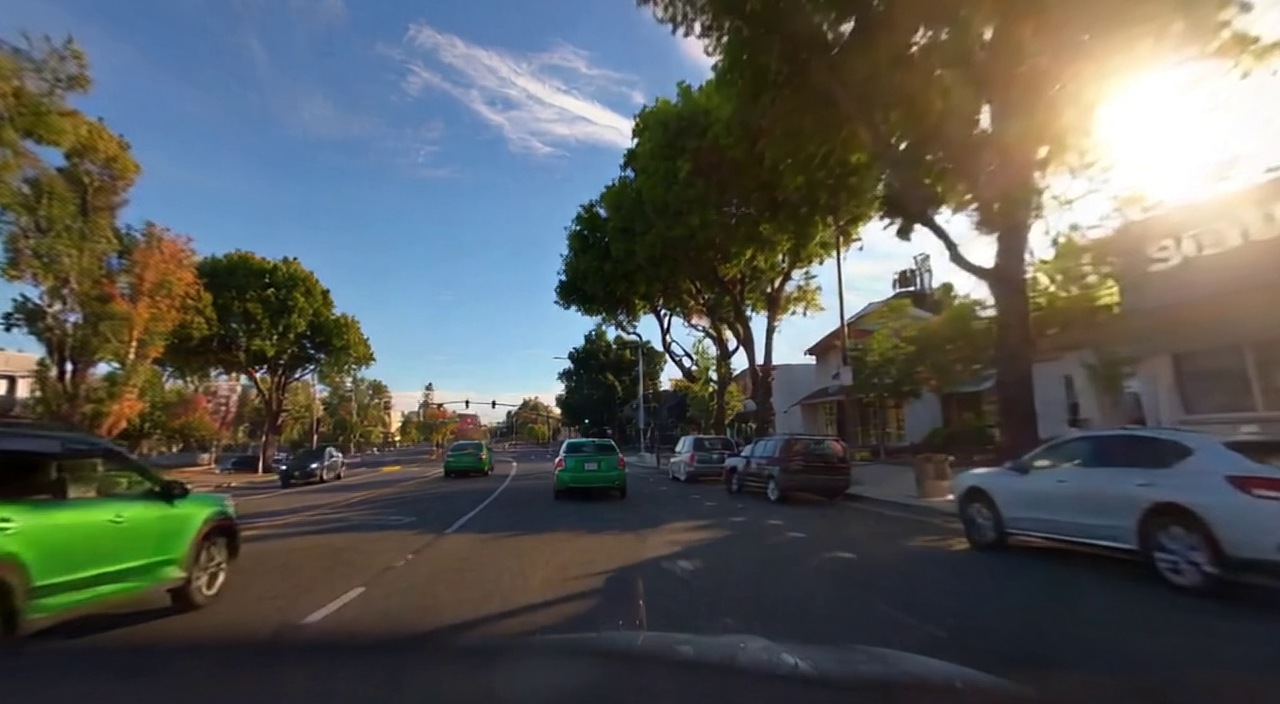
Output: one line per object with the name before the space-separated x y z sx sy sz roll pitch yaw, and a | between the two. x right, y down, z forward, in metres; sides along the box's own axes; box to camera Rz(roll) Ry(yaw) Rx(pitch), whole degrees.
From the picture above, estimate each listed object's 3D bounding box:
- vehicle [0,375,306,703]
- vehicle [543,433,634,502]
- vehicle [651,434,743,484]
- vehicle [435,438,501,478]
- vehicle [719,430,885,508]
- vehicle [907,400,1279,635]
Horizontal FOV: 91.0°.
vehicle | -4.217 1.092 3.813 2.065 1.714 4.570 0 -8 -3
vehicle | -1.313 2.875 16.152 2.001 1.483 4.442 1 -8 -5
vehicle | 1.841 3.680 22.044 1.911 1.534 4.599 2 -9 -12
vehicle | -7.147 4.426 26.604 2.105 1.477 4.857 1 -8 -9
vehicle | 3.483 2.620 14.649 1.867 1.489 4.694 2 -9 -11
vehicle | 4.834 1.406 6.285 1.905 1.537 4.276 1 -9 -10
